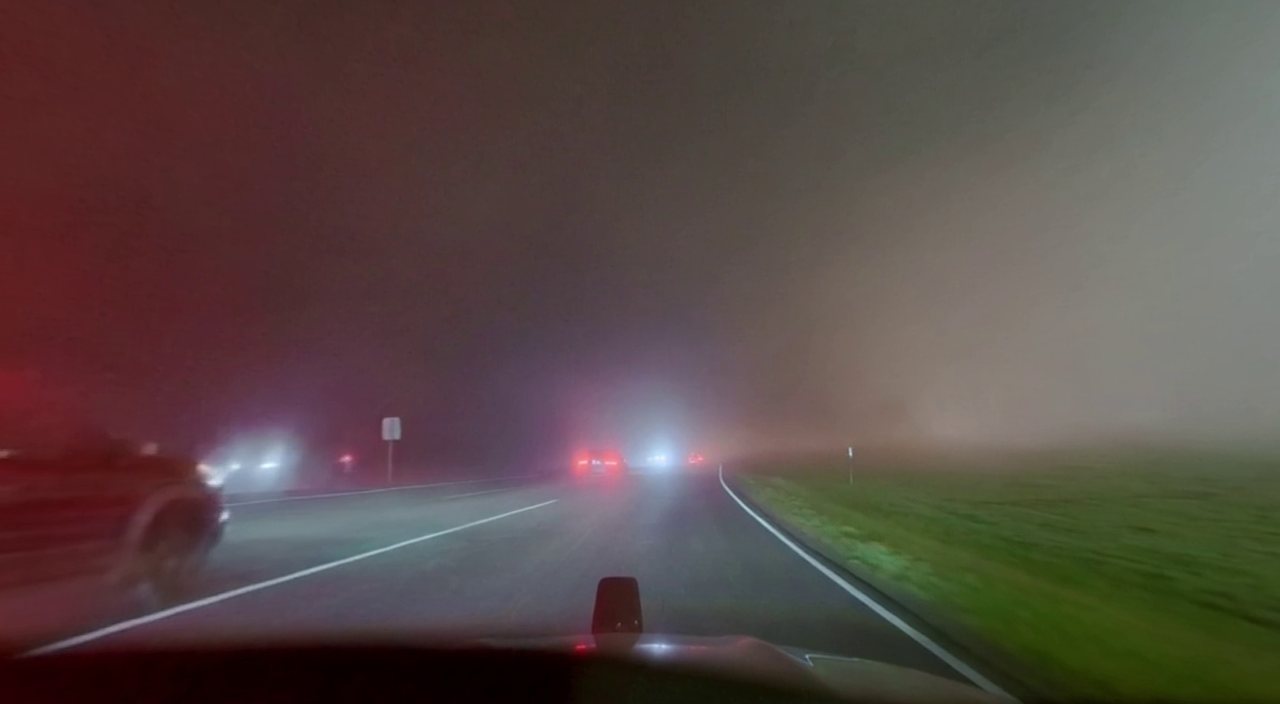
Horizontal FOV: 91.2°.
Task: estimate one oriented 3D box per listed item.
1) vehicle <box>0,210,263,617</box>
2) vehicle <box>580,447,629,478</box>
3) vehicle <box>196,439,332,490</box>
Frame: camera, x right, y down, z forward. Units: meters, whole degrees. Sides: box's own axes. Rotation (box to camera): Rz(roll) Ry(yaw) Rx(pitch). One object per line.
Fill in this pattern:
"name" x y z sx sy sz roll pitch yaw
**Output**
"vehicle" -6.876 0.379 4.424 2.757 3.370 7.606 -1 -9 9
"vehicle" -2.027 6.473 36.912 2.106 1.679 3.908 -1 -9 8
"vehicle" -19.561 5.886 33.178 2.387 2.412 6.602 -1 -9 8
